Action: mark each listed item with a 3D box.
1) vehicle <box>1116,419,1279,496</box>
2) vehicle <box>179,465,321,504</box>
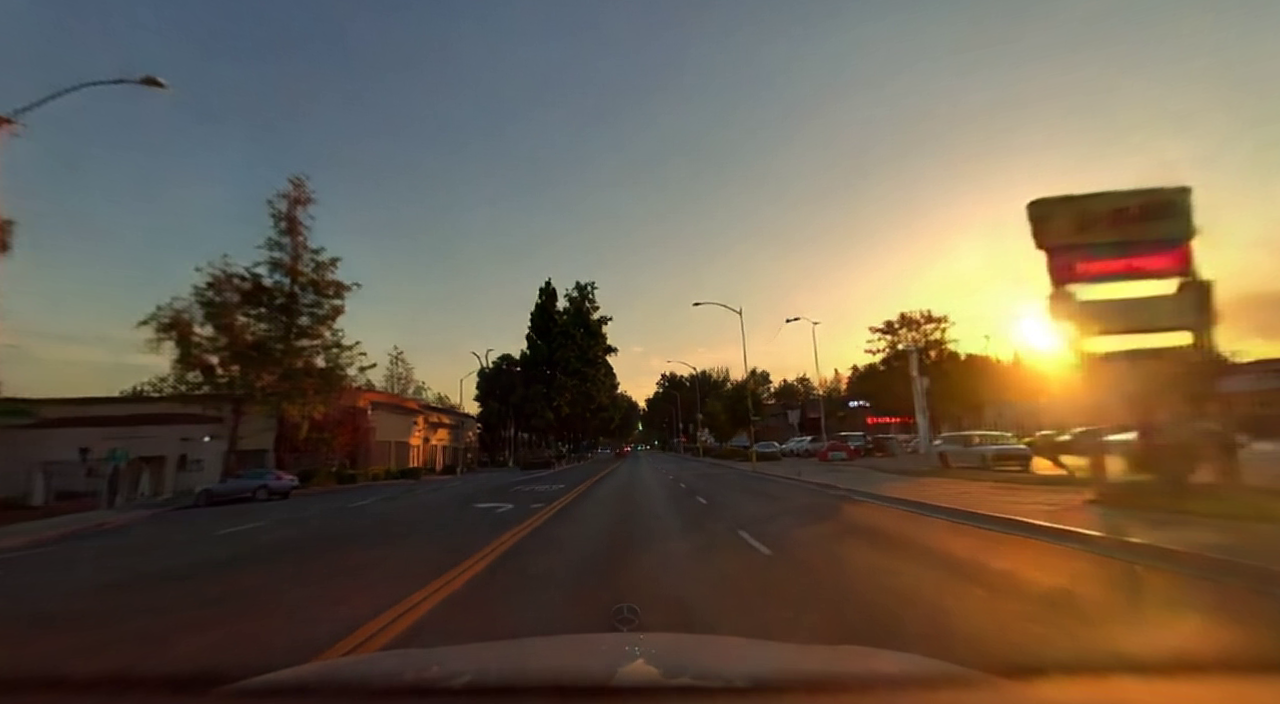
[{"bbox_3d":[16.080,2.722,16.782,4.914,1.540,2.200,-6,-8,2],"label":"vehicle"},{"bbox_3d":[-16.900,5.741,27.571,4.752,1.523,2.123,0,-8,-2],"label":"vehicle"}]
